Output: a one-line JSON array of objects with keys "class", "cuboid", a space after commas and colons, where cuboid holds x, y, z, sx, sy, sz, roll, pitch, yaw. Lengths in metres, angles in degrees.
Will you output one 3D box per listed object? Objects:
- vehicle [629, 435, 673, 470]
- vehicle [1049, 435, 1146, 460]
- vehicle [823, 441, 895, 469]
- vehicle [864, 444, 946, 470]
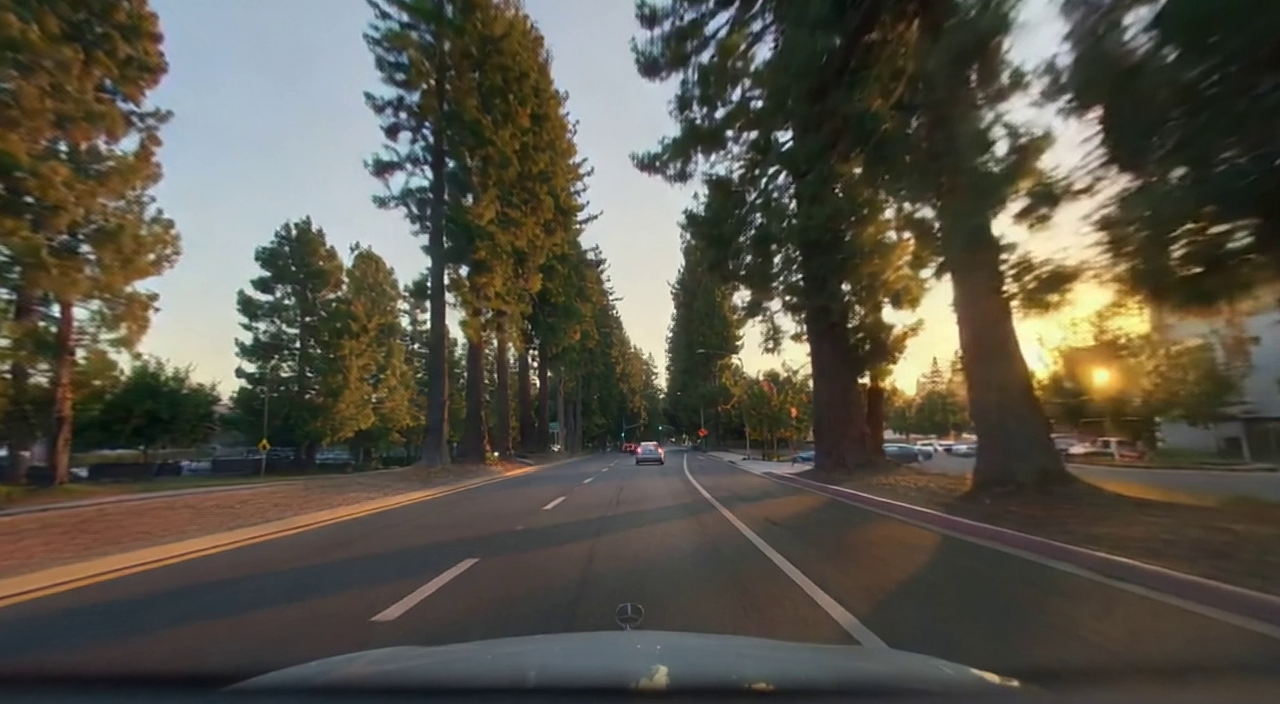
[{"class": "vehicle", "cuboid": [0.544, 5.216, 32.763, 2.135, 1.691, 3.884, 0, -9, 1]}, {"class": "vehicle", "cuboid": [28.718, 6.035, 39.651, 4.576, 1.490, 1.896, -1, -9, 2]}, {"class": "vehicle", "cuboid": [15.741, 7.412, 45.501, 4.413, 1.471, 1.823, -5, -7, -1]}, {"class": "vehicle", "cuboid": [15.553, 6.158, 37.101, 3.913, 1.384, 1.893, -1, -8, 0]}]
